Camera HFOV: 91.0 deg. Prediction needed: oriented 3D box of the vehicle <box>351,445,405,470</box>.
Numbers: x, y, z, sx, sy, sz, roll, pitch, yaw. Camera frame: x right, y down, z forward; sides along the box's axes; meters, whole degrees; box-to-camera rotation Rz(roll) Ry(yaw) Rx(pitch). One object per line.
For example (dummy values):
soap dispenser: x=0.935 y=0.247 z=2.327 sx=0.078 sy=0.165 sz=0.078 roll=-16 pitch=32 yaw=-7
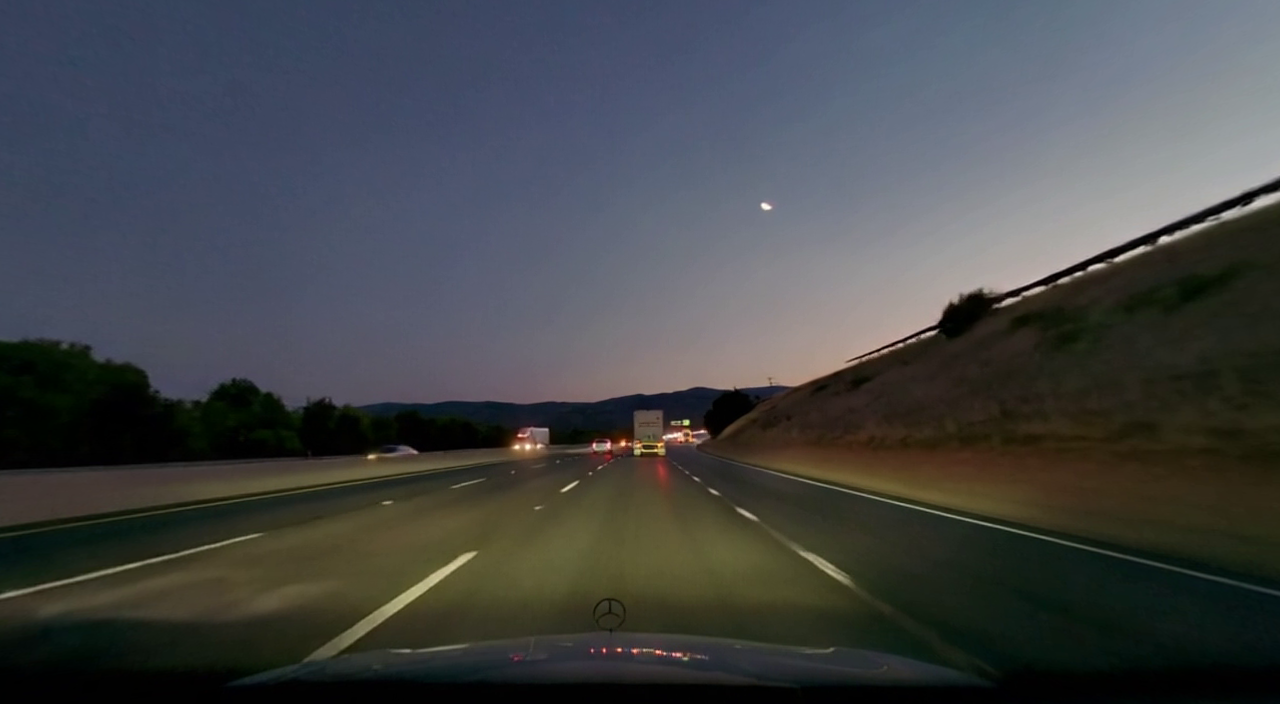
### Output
vehicle: x=-18.981 y=7.662 z=45.807 sx=1.938 sy=1.649 sz=4.569 roll=-1 pitch=-8 yaw=0
